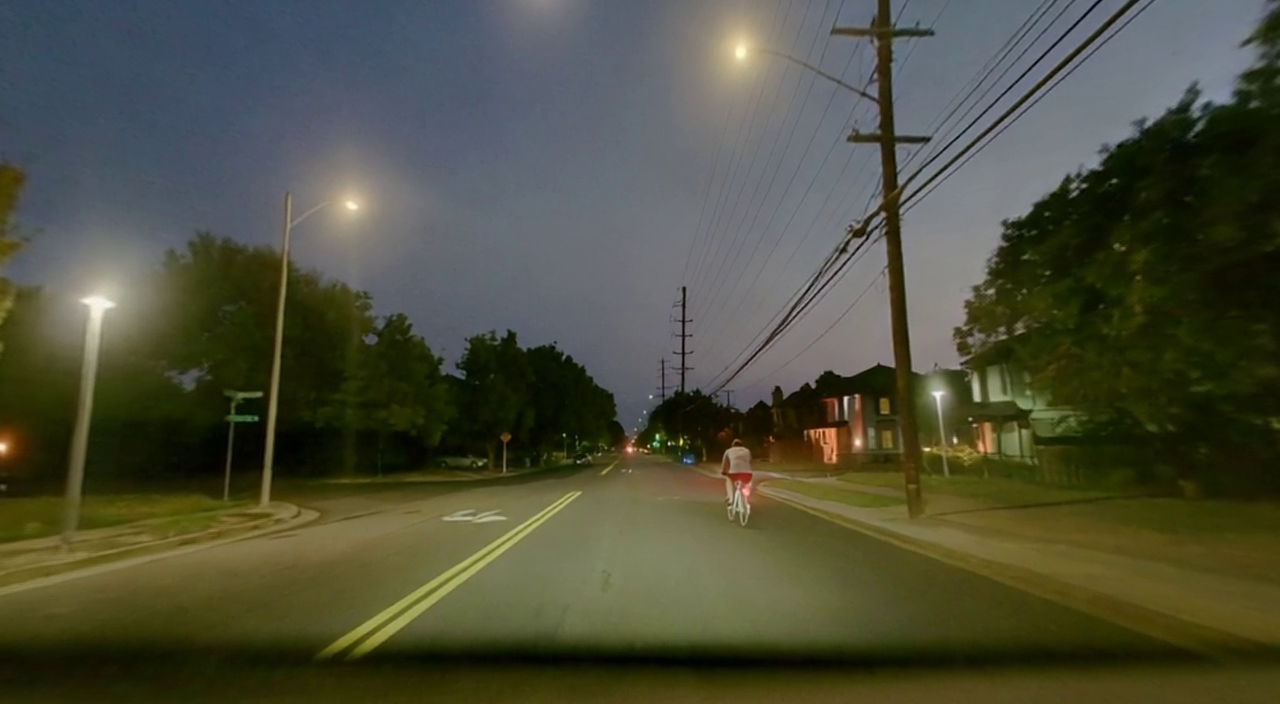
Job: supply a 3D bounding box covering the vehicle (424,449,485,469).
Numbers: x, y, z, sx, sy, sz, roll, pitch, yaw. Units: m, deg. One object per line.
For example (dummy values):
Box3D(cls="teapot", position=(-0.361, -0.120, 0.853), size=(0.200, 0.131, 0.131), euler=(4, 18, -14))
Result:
Box3D(cls="vehicle", position=(-14.334, 8.279, 48.933), size=(4.143, 1.480, 1.755), euler=(0, -9, -2))
